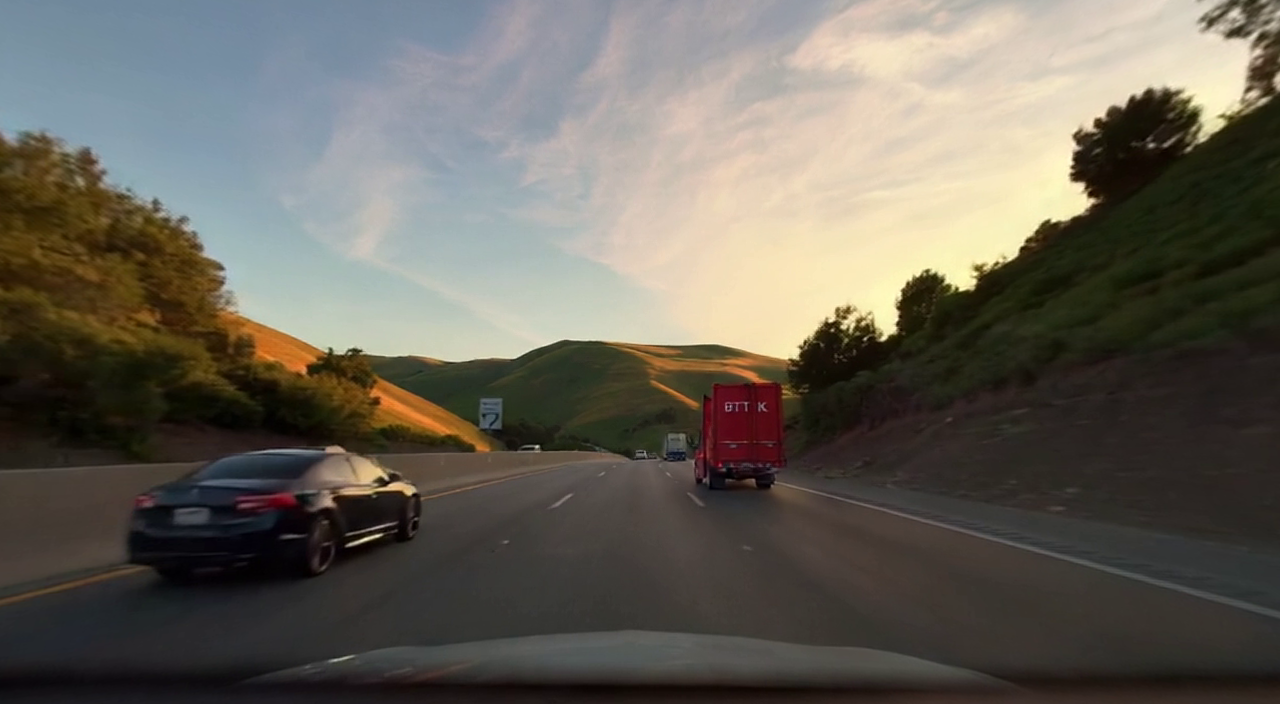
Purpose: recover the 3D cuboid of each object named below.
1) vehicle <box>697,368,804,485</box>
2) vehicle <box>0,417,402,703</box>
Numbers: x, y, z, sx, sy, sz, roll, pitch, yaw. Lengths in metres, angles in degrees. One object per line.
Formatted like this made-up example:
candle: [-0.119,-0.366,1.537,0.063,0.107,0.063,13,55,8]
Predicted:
vehicle: [4.092,3.032,25.027,2.999,4.023,6.337,0,-9,0]
vehicle: [-3.861,1.338,4.747,2.060,1.475,5.314,0,-9,0]
